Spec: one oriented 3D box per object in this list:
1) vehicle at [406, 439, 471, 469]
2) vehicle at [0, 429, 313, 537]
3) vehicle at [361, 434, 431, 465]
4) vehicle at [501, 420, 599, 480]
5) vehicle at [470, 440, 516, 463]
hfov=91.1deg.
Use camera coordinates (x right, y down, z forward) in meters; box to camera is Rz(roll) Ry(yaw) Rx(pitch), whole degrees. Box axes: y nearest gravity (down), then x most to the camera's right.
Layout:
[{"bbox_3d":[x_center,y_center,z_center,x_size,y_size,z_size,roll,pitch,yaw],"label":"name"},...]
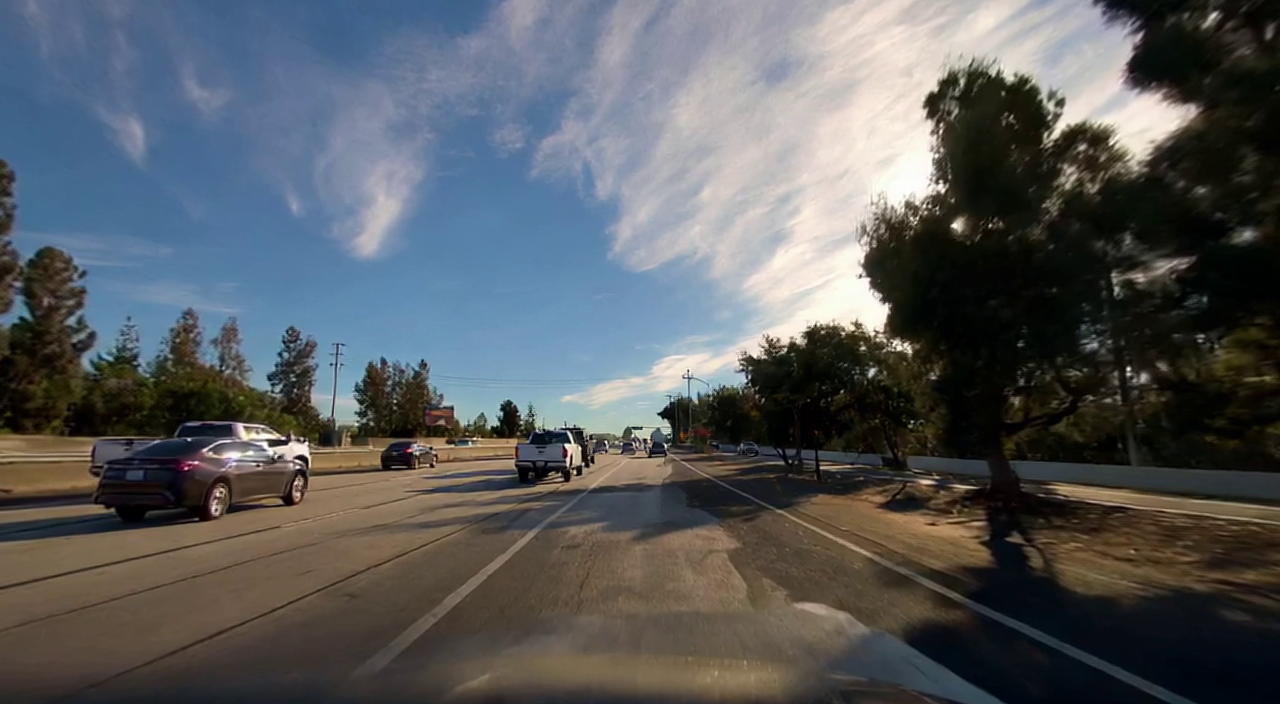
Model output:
[{"bbox_3d":[-10.657,5.419,33.567,1.884,1.453,4.579,0,-8,2],"label":"vehicle"},{"bbox_3d":[-8.004,2.153,11.034,1.964,1.481,4.425,-1,-8,3],"label":"vehicle"},{"bbox_3d":[-14.417,5.801,37.450,2.090,1.707,4.747,-1,-8,3],"label":"vehicle"},{"bbox_3d":[-3.379,3.932,25.407,2.815,2.092,6.526,0,-8,2],"label":"vehicle"},{"bbox_3d":[-10.178,6.901,43.793,1.915,1.472,4.502,-1,-8,3],"label":"vehicle"}]
